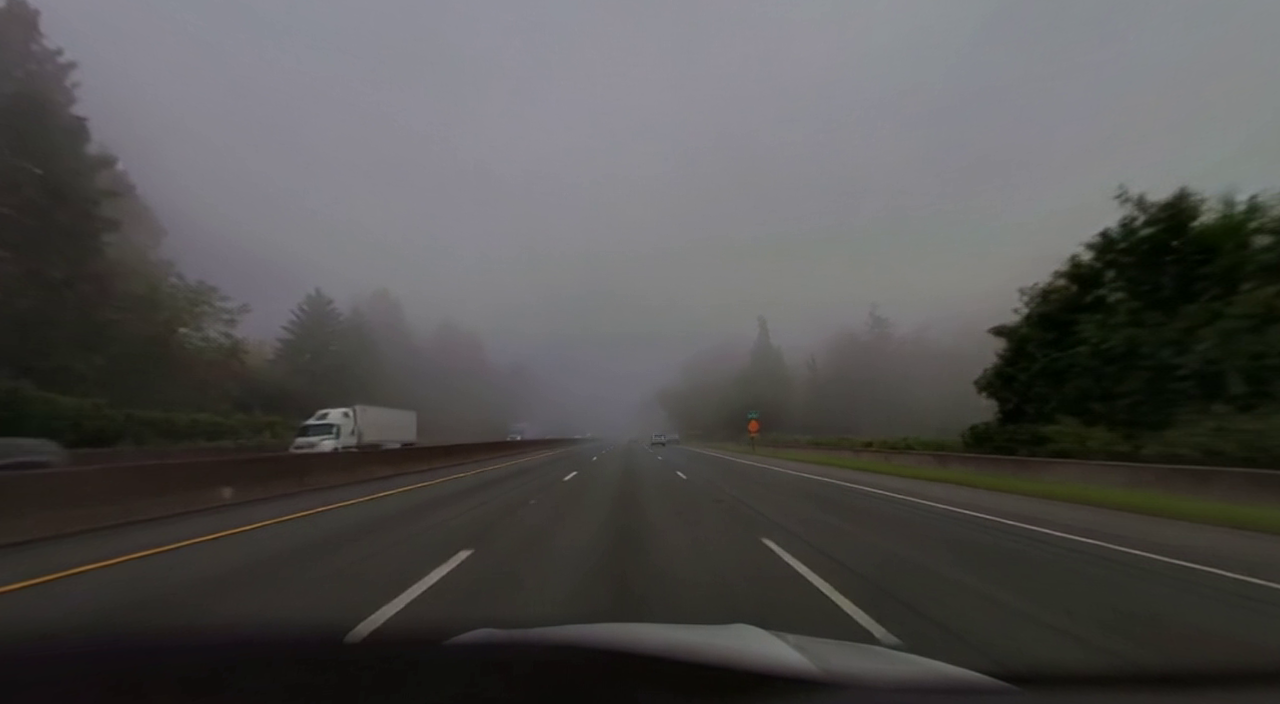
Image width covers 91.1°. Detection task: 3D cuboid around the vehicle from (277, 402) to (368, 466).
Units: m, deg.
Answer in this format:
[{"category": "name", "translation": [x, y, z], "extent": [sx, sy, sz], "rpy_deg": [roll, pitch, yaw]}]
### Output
[{"category": "vehicle", "translation": [-21.265, 5.550, 42.592], "extent": [3.028, 4.008, 5.961], "rpy_deg": [0, -8, -1]}]
